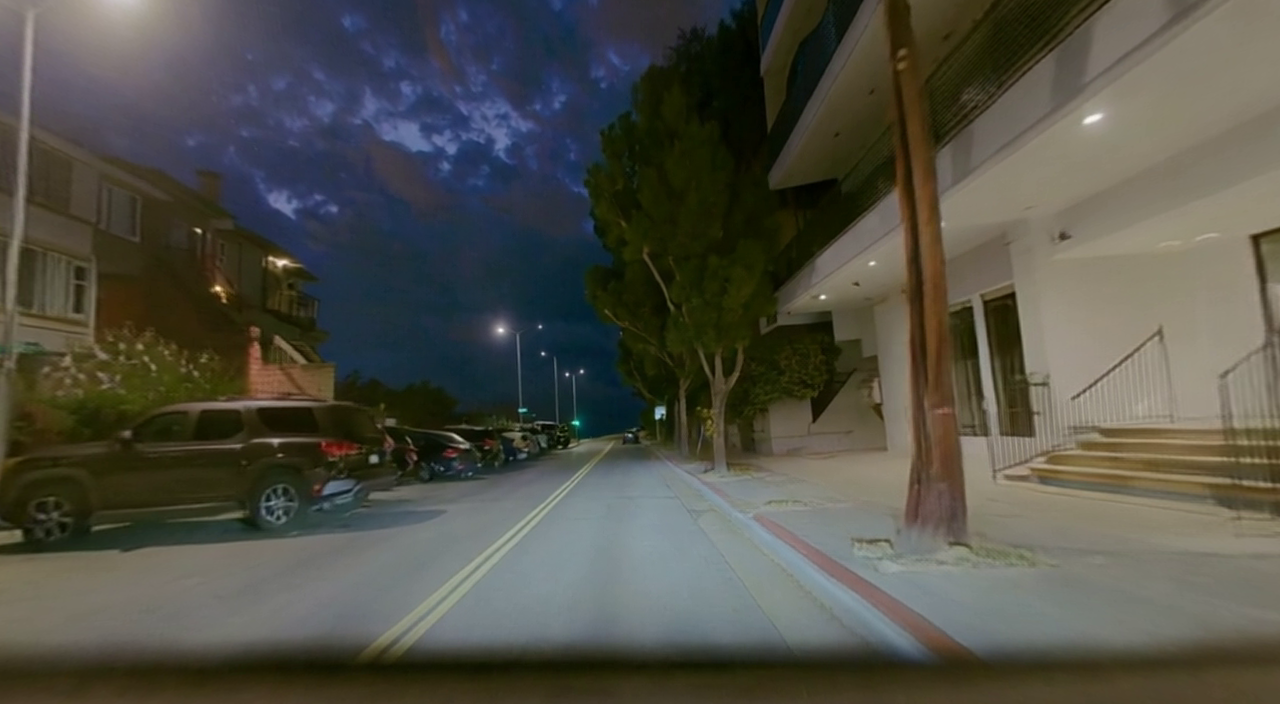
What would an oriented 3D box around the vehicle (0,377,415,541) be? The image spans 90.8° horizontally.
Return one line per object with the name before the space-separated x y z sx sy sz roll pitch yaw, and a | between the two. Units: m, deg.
vehicle | -7.238 1.808 11.142 5.592 2.439 2.515 -1 -7 -1
